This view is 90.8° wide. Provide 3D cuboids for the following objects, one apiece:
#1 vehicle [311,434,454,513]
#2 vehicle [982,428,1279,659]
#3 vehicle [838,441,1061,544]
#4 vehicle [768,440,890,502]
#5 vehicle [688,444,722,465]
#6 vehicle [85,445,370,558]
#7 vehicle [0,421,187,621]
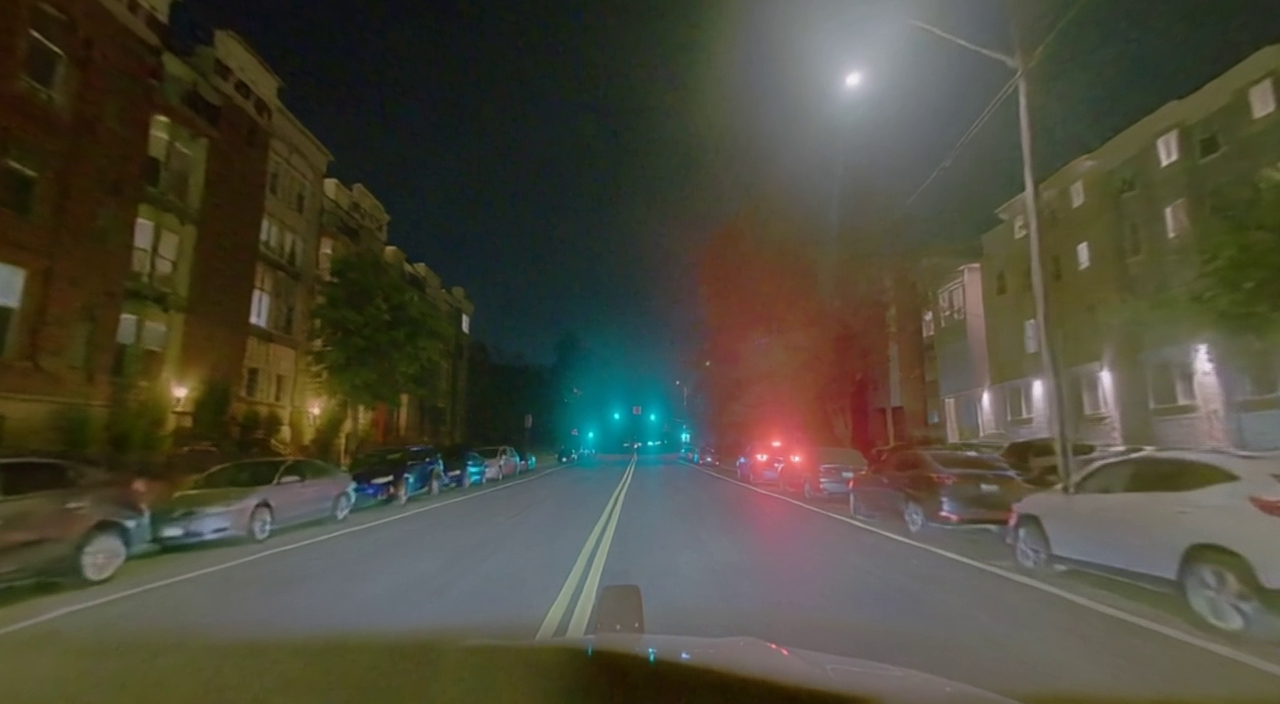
[{"bbox_3d":[-6.422,3.045,16.417,1.904,1.727,4.530,0,-8,-2],"label":"vehicle"},{"bbox_3d":[5.021,1.452,5.547,1.729,1.479,4.101,0,-8,0],"label":"vehicle"},{"bbox_3d":[5.071,2.314,11.161,1.798,1.432,4.330,0,-8,1],"label":"vehicle"},{"bbox_3d":[5.082,3.249,17.742,1.830,1.477,4.684,0,-8,-2],"label":"vehicle"},{"bbox_3d":[5.023,7.961,49.330,1.955,1.536,4.395,0,-8,-2],"label":"vehicle"},{"bbox_3d":[-6.505,2.339,10.734,1.809,1.499,4.358,0,-8,1],"label":"vehicle"},{"bbox_3d":[-6.365,1.392,5.092,1.947,1.665,4.716,0,-8,-1],"label":"vehicle"}]
